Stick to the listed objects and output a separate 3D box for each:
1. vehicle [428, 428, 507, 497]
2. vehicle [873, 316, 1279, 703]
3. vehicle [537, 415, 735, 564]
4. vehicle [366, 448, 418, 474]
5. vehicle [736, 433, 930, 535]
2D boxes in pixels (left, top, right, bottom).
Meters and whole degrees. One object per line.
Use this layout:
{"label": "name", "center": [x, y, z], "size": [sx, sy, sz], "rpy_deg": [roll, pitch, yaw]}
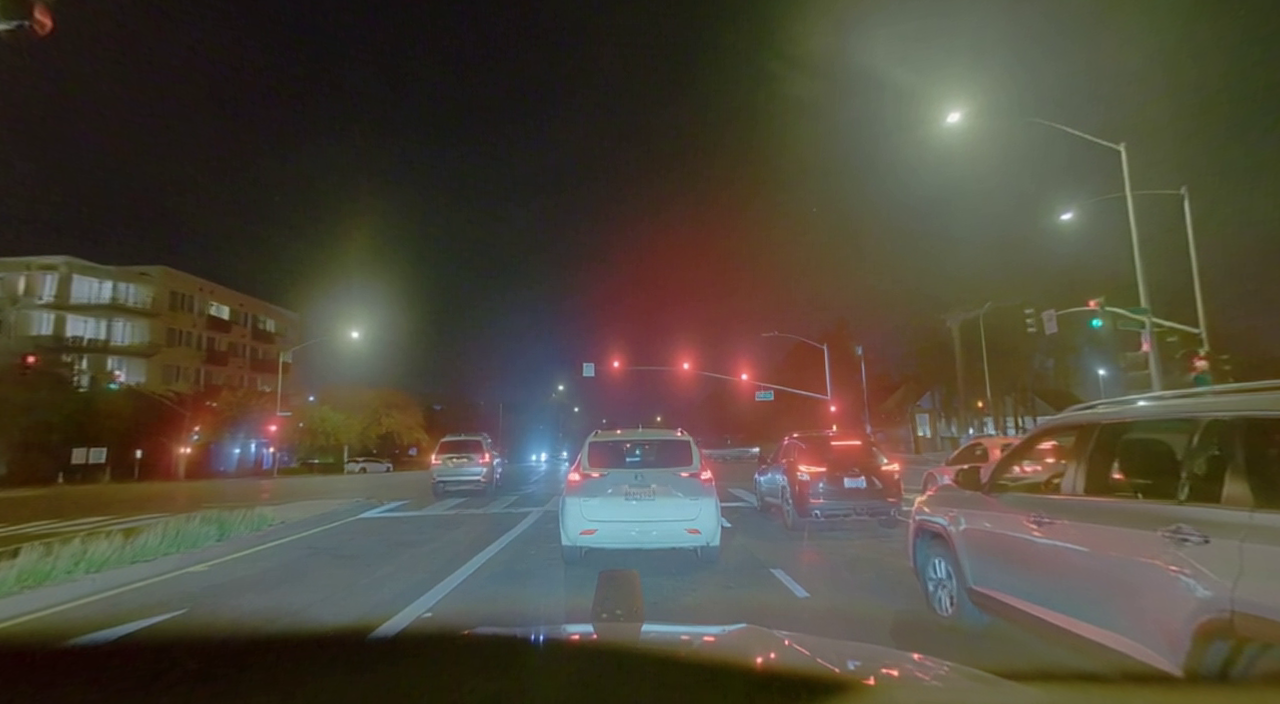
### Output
{"label": "vehicle", "center": [-5.273, 3.323, 19.412], "size": [2.021, 1.837, 4.448], "rpy_deg": [2, -9, -15]}
{"label": "vehicle", "center": [3.007, 0.904, 2.972], "size": [2.103, 1.701, 4.294], "rpy_deg": [0, -9, -1]}
{"label": "vehicle", "center": [-0.089, 1.828, 9.088], "size": [2.188, 1.637, 4.027], "rpy_deg": [0, -9, -1]}
{"label": "vehicle", "center": [-18.775, 8.244, 48.125], "size": [2.026, 1.836, 4.726], "rpy_deg": [0, -8, 0]}
{"label": "vehicle", "center": [3.163, 2.257, 11.465], "size": [2.001, 1.463, 4.398], "rpy_deg": [0, -8, -2]}
